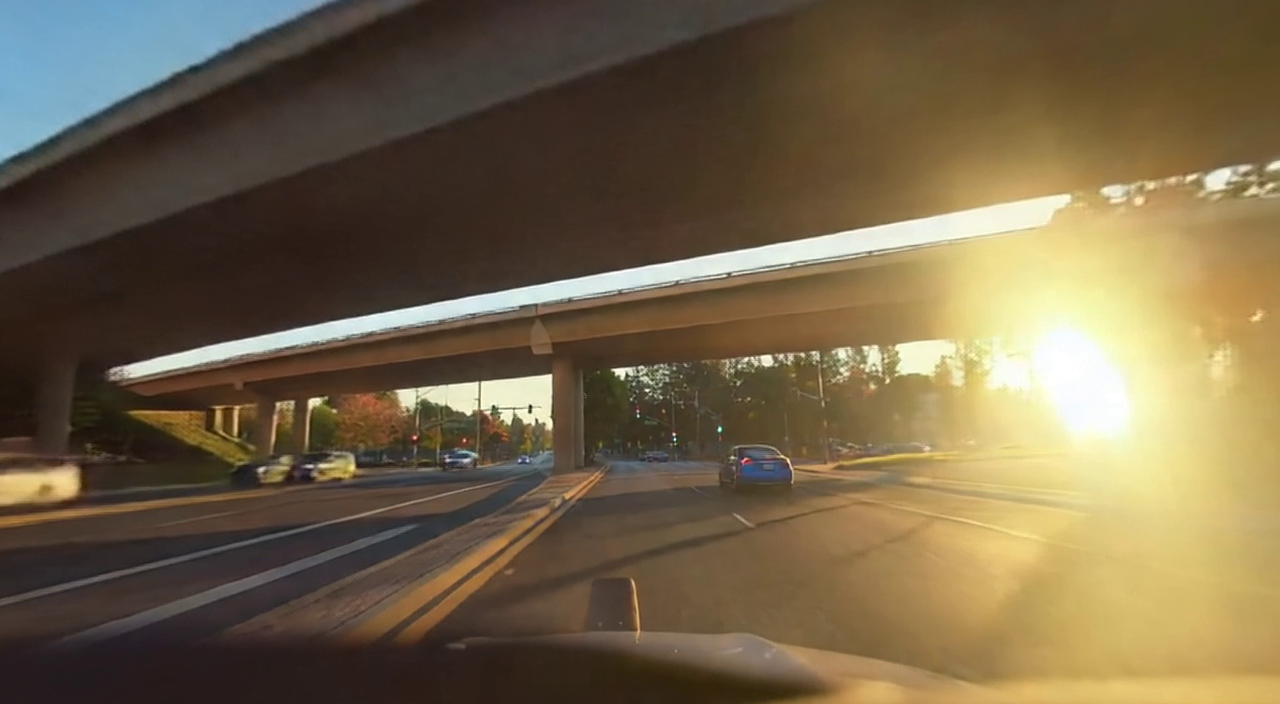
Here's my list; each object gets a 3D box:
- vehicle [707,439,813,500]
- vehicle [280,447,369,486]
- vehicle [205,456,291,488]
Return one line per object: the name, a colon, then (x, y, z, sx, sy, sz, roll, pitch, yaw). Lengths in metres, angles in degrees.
vehicle: (3.258, 3.284, 18.116, 2.062, 1.484, 4.332, 0, -8, -2)
vehicle: (-14.434, 5.206, 29.201, 1.912, 1.632, 4.326, 0, -8, 0)
vehicle: (-21.074, 6.429, 34.198, 1.946, 1.502, 4.195, 0, -8, 0)
